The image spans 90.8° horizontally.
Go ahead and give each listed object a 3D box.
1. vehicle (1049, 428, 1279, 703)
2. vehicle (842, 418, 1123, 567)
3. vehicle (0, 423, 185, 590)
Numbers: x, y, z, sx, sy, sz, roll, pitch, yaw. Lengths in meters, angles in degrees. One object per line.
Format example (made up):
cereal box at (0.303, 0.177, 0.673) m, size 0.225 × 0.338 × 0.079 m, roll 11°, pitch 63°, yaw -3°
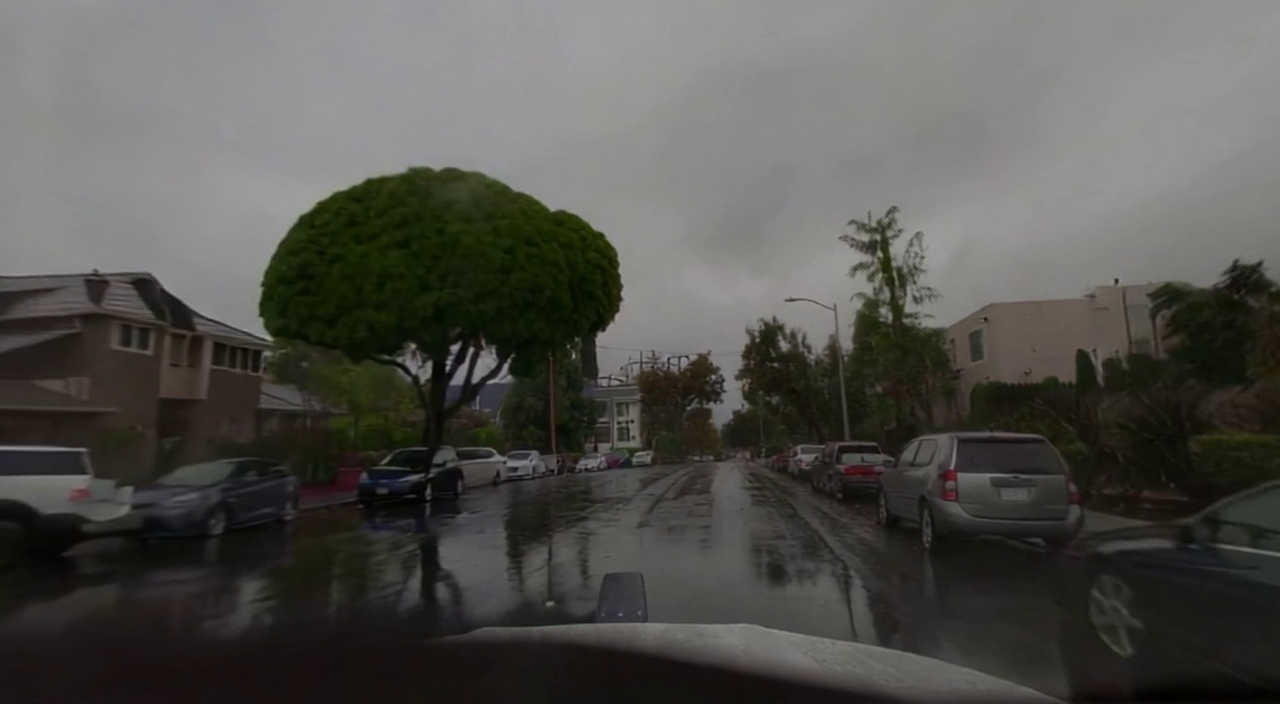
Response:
vehicle at (3.954, 1.060, 2.750) m, size 2.001 × 1.461 × 4.492 m, roll -2°, pitch -8°, yaw 10°
vehicle at (4.611, 1.928, 9.463) m, size 2.016 × 1.670 × 4.372 m, roll -1°, pitch -8°, yaw 5°
vehicle at (-8.488, 1.788, 7.636) m, size 4.273 × 1.772 × 1.995 m, roll 1°, pitch -8°, yaw -9°
